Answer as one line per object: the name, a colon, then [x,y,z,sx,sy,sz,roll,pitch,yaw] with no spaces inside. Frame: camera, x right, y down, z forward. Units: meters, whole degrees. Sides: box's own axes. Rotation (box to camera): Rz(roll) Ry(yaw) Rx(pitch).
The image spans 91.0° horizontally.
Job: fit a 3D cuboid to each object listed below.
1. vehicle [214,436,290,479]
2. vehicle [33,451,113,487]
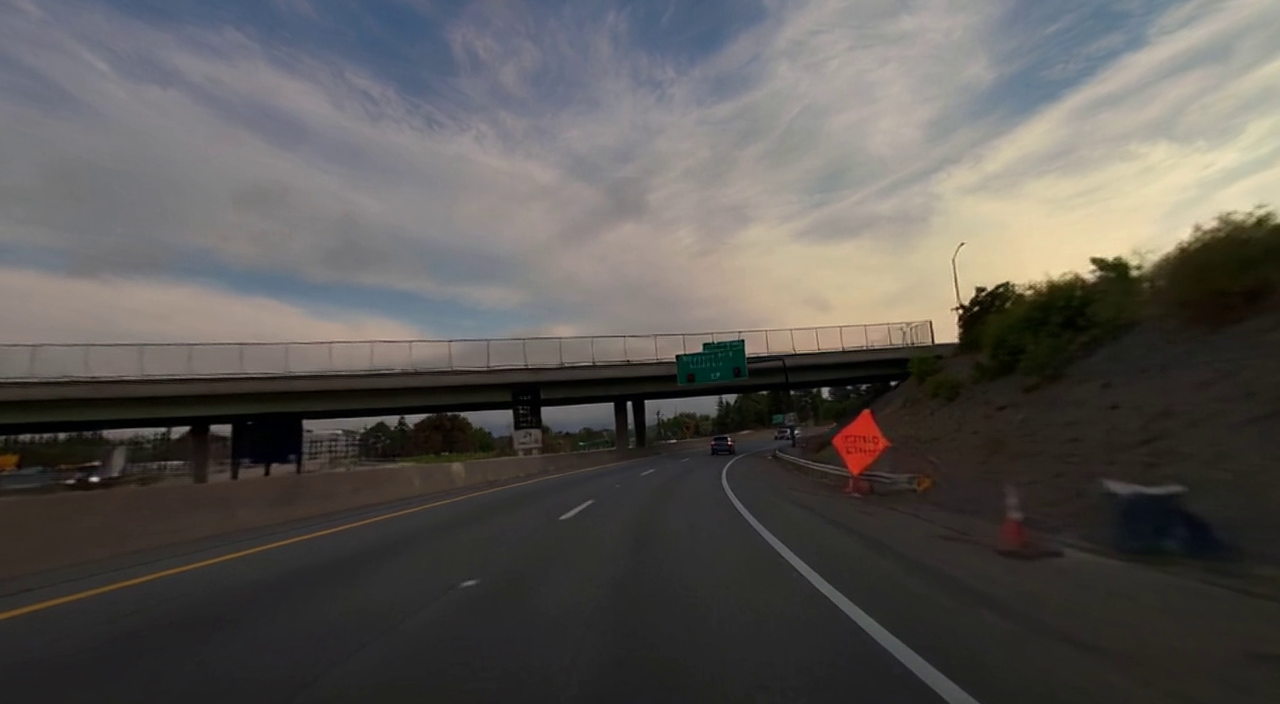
vehicle: [-29.533,7.995,48.176,3.208,3.081,4.948,1,-9,-10]
vehicle: [-31.973,6.544,35.657,1.878,1.761,4.049,3,-8,-20]
